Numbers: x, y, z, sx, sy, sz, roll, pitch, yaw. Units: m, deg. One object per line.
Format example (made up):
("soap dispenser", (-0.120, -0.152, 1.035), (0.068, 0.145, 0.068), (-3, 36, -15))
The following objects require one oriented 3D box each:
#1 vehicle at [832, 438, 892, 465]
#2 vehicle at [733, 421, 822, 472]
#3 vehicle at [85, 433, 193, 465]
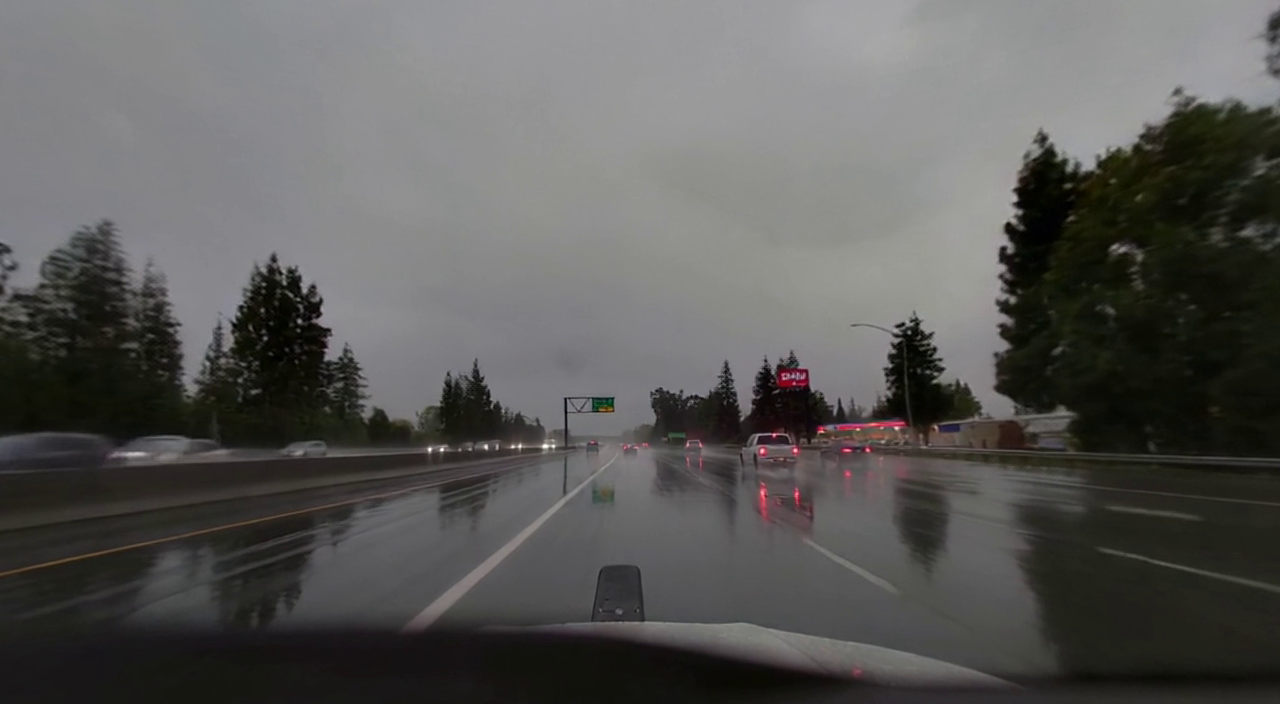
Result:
("vehicle", (13.946, 6.275, 39.876), (2.072, 1.611, 4.387), (0, -8, -2))
("vehicle", (6.975, 4.988, 33.292), (2.779, 2.339, 8.073), (0, -8, -1))
("vehicle", (-32.577, 6.345, 41.243), (2.255, 1.931, 5.864), (0, -8, -1))
